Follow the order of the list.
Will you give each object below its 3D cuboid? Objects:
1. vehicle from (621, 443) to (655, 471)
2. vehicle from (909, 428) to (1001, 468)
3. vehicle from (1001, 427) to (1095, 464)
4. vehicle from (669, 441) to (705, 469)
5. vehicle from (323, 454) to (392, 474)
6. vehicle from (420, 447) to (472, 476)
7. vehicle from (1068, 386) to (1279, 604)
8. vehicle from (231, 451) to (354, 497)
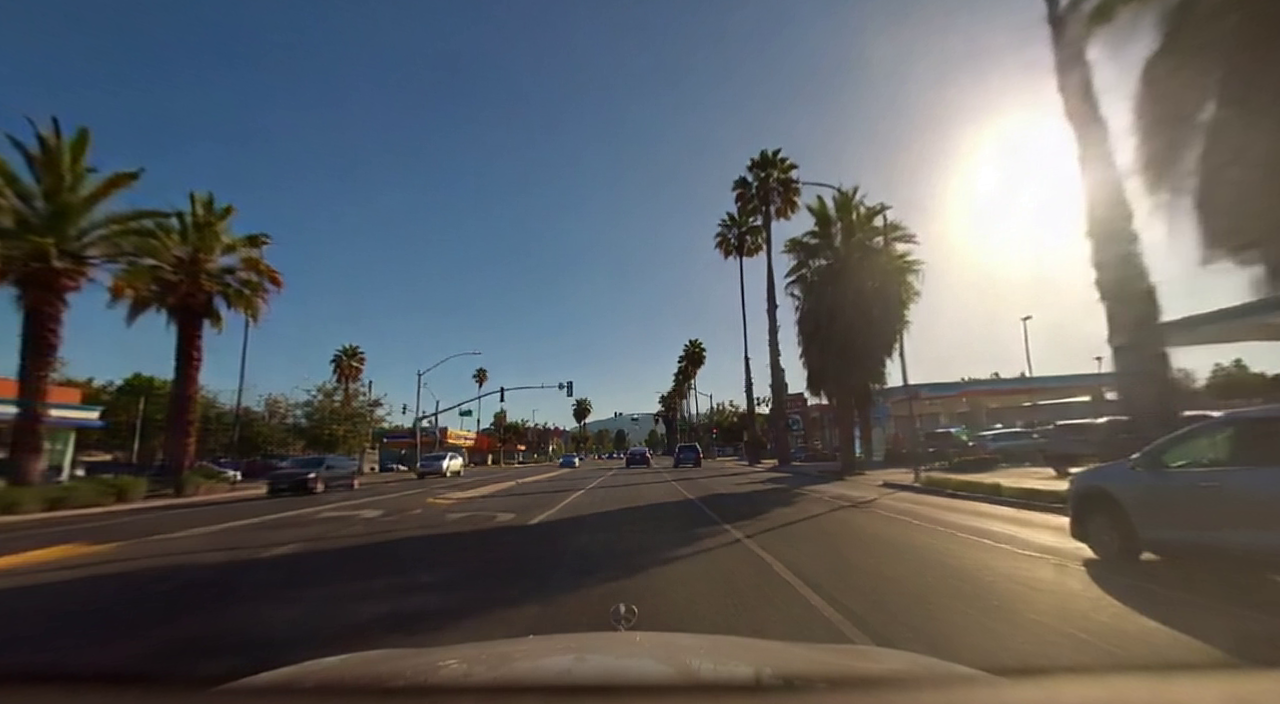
[{"bbox_3d":[-0.113,6.896,41.771,2.177,1.754,3.815,0,-9,0],"label":"vehicle"},{"bbox_3d":[16.033,4.916,32.496,2.144,1.816,4.688,-1,-8,-2],"label":"vehicle"},{"bbox_3d":[21.085,4.875,32.946,1.932,1.729,4.354,-1,-9,0],"label":"vehicle"},{"bbox_3d":[3.308,7.399,45.587,2.190,1.913,5.174,0,-9,0],"label":"vehicle"},{"bbox_3d":[-21.881,8.690,49.075,4.469,1.459,1.972,-2,-9,12],"label":"vehicle"},{"bbox_3d":[-13.137,7.420,43.122,2.111,1.791,4.542,0,-9,0],"label":"vehicle"},{"bbox_3d":[6.420,1.202,5.348,2.066,1.807,4.893,0,-9,-1],"label":"vehicle"},{"bbox_3d":[-13.034,4.566,24.151,1.974,1.557,4.790,0,-9,0],"label":"vehicle"}]
